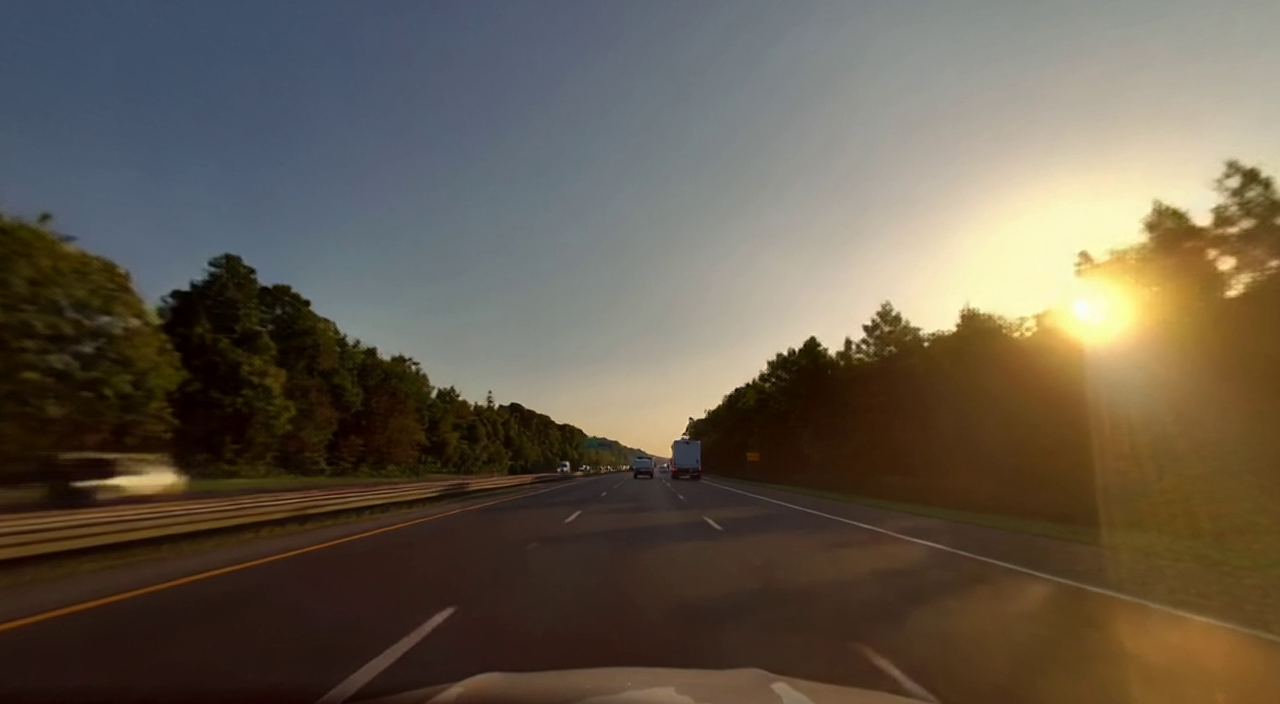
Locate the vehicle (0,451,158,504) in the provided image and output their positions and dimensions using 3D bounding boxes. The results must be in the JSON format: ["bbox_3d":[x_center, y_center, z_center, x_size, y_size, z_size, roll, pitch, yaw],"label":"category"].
[{"bbox_3d":[-18.963,4.161,21.093,1.851,1.541,4.504,1,-10,0],"label":"vehicle"}]
